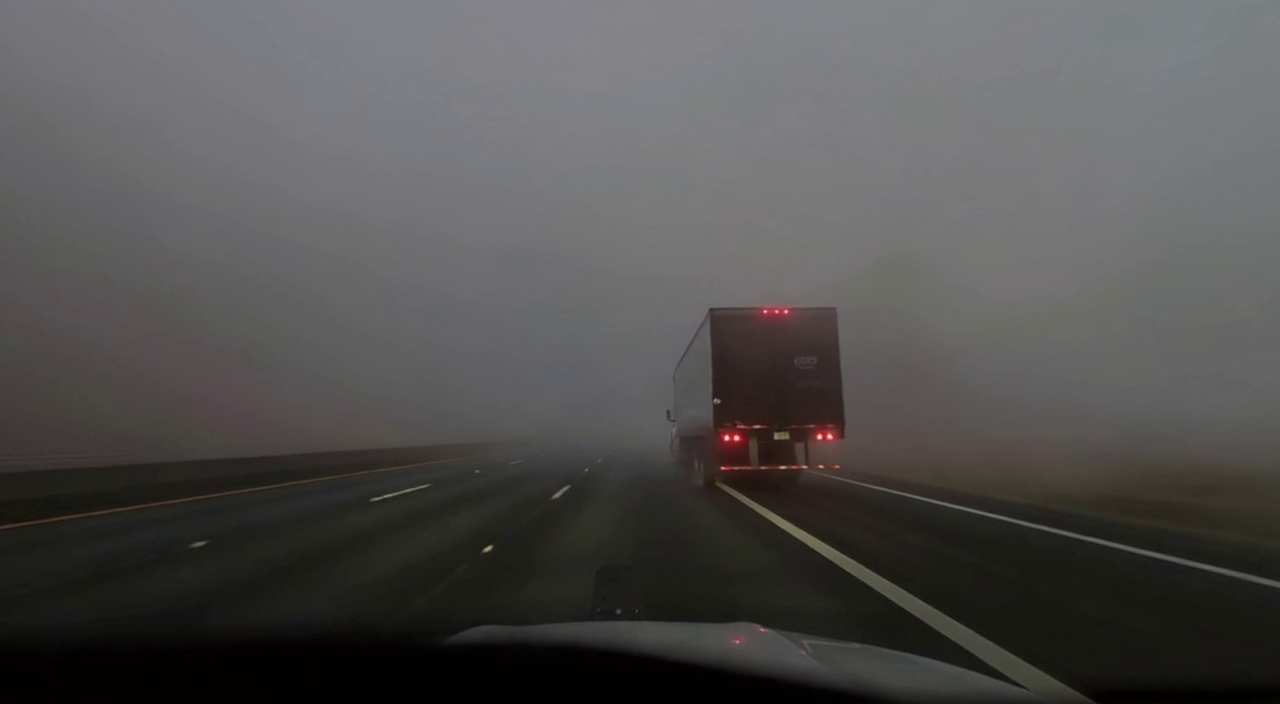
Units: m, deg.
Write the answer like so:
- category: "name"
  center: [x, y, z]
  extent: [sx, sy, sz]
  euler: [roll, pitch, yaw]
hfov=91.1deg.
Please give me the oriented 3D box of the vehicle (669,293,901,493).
- category: "vehicle"
  center: [2.936, 1.528, 17.683]
  extent: [3.446, 3.698, 12.089]
  euler: [0, -8, -1]
